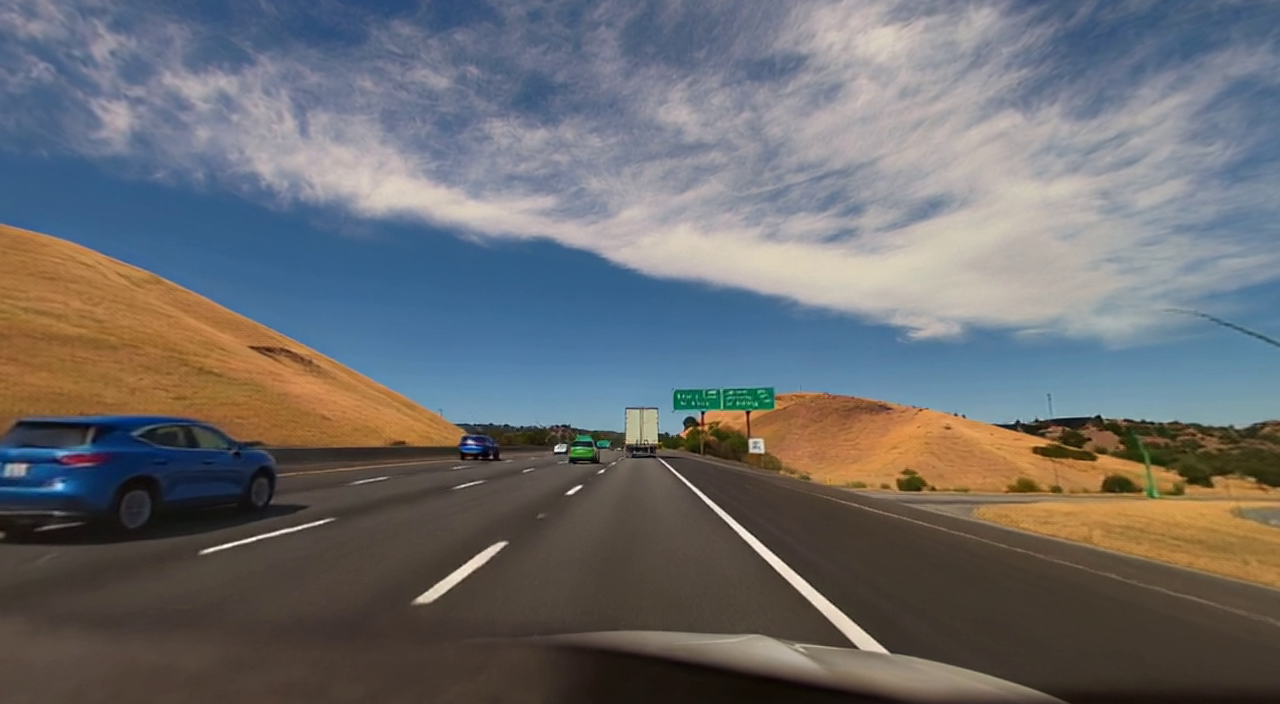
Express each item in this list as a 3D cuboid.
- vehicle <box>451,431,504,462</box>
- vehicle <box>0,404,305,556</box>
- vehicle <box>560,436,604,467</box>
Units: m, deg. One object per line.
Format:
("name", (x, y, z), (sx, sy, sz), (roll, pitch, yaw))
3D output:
("vehicle", (-10.815, 6.342, 42.200), (2.111, 1.906, 5.028), (0, -9, 1))
("vehicle", (-7.470, 1.794, 9.529), (2.098, 1.678, 4.822), (0, -9, 0))
("vehicle", (-3.473, 6.059, 38.567), (2.194, 1.725, 4.698), (0, -9, 1))
